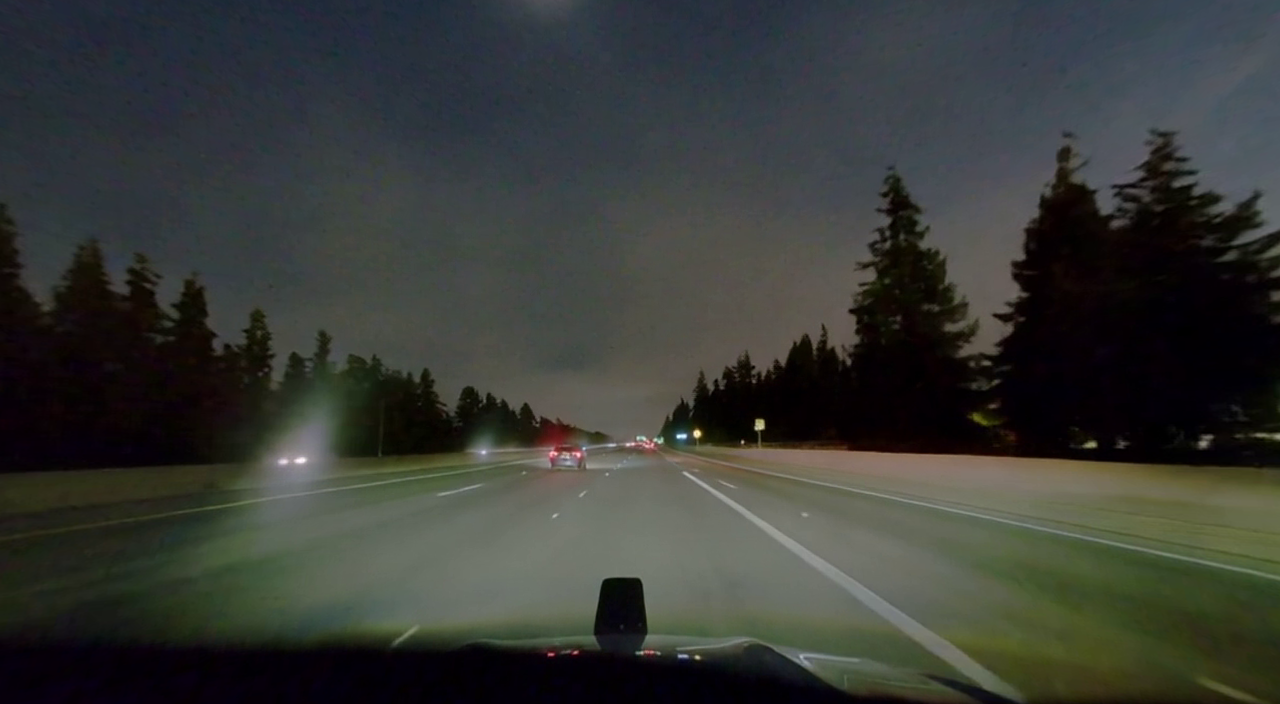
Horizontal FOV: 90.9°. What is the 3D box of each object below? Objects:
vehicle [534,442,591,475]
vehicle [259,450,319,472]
[{"bbox_3d":[-3.563,4.989,29.787,2.128,1.450,4.078,0,-8,1],"label":"vehicle"},{"bbox_3d":[-24.437,7.603,44.016,1.755,1.407,4.053,0,-8,2],"label":"vehicle"}]
